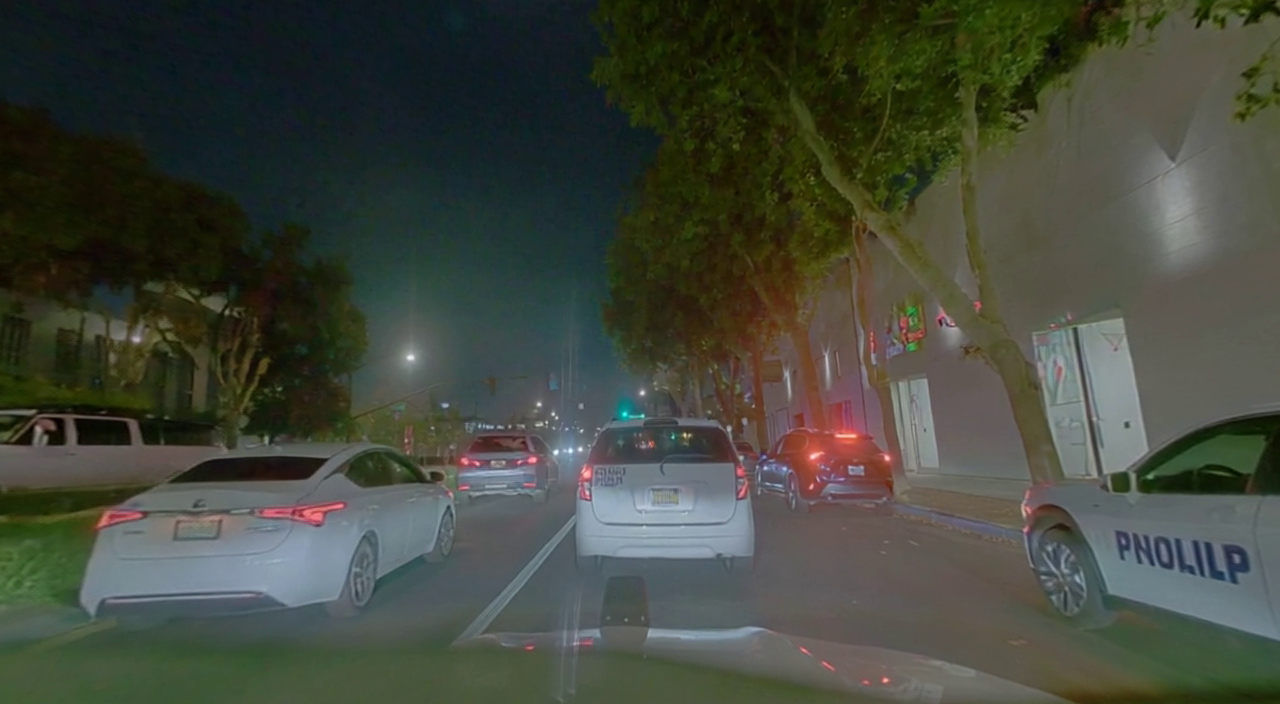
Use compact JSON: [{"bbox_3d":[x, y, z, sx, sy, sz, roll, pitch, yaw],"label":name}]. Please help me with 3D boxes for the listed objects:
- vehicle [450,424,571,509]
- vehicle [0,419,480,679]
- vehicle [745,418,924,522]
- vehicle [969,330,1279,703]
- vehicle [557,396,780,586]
[{"bbox_3d":[-3.068,2.821,16.011,2.135,1.806,4.514,0,-8,0],"label":"vehicle"},{"bbox_3d":[-2.978,1.451,5.817,1.908,1.474,4.257,0,-8,0],"label":"vehicle"},{"bbox_3d":[4.045,2.588,14.463,2.038,1.865,5.786,1,-8,-3],"label":"vehicle"},{"bbox_3d":[4.036,0.895,3.195,1.987,1.877,5.330,1,-8,2],"label":"vehicle"},{"bbox_3d":[0.257,1.597,7.990,2.075,1.770,4.018,0,-8,0],"label":"vehicle"}]
